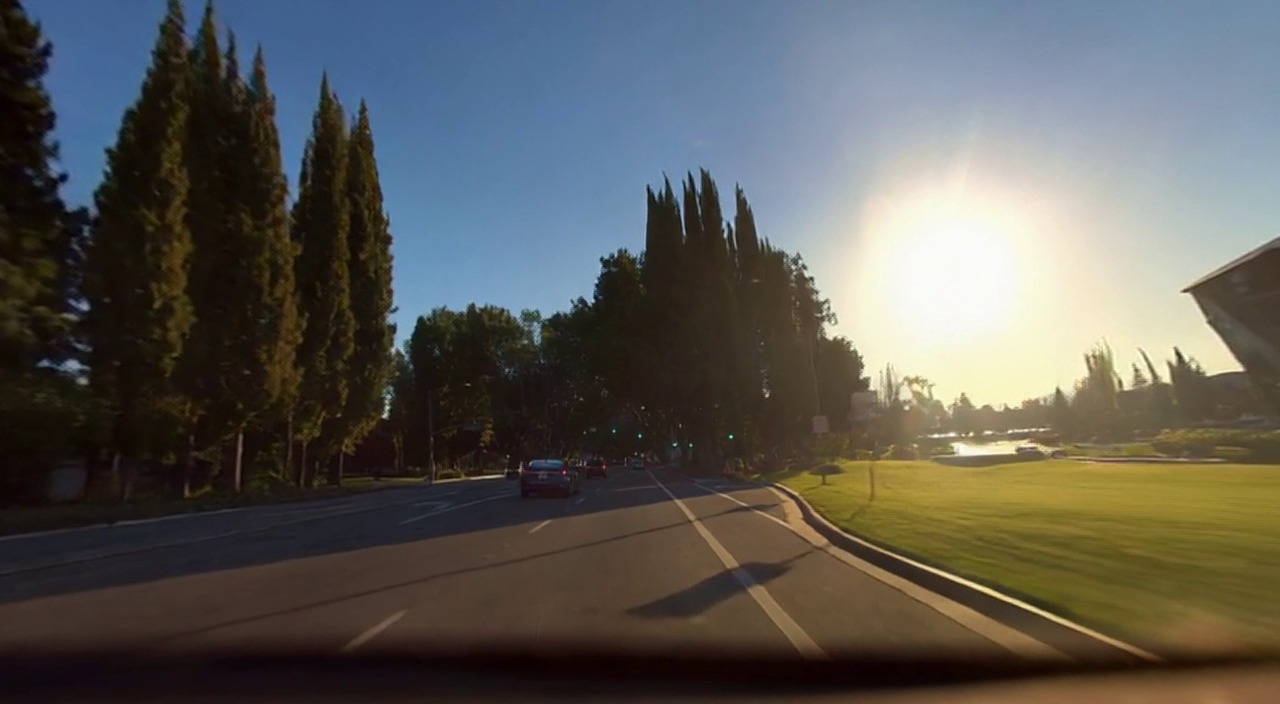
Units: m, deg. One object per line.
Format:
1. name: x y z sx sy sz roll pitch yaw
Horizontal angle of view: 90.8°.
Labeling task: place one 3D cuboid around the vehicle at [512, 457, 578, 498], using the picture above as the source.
1. vehicle: -3.635 4.913 25.009 1.932 1.431 4.144 -1 -10 1
